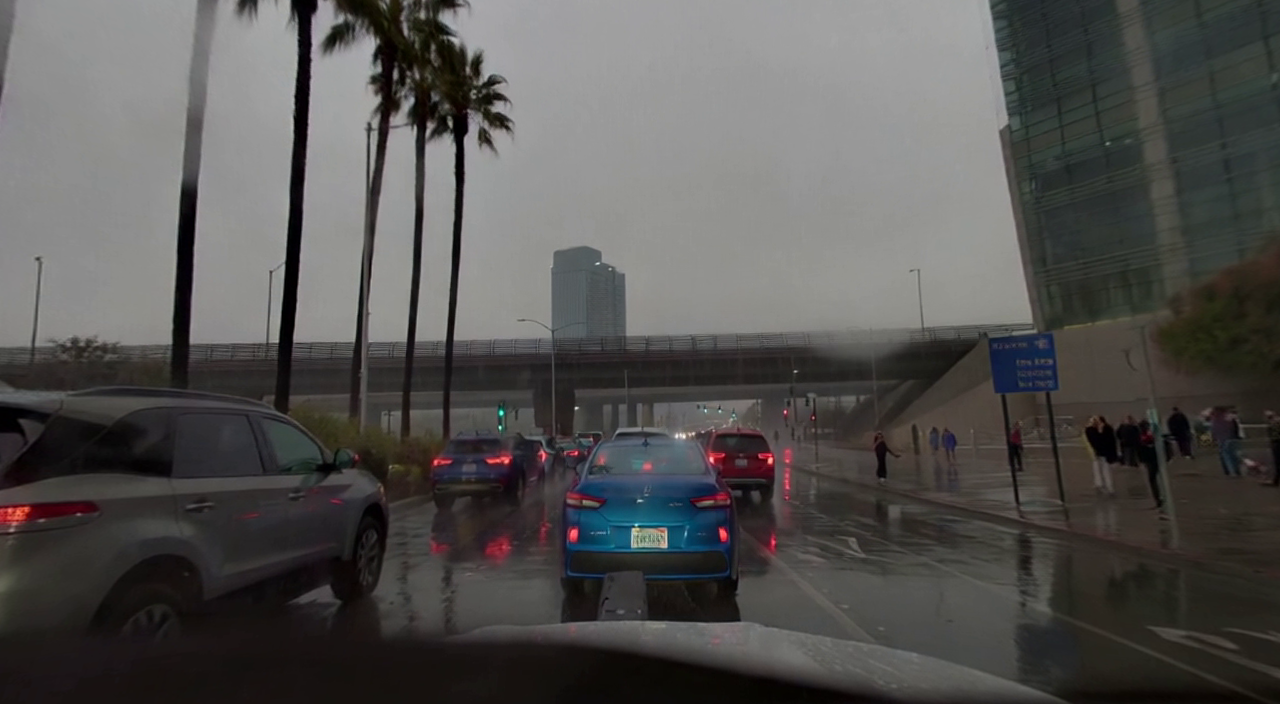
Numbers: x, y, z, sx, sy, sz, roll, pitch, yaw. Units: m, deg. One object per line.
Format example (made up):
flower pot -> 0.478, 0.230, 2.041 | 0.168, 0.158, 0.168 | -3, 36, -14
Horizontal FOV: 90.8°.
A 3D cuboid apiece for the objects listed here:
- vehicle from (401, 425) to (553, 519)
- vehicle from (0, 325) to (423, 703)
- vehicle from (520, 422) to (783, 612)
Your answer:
vehicle -> -3.174, 2.425, 13.244 | 1.955, 1.637, 4.032 | 0, -8, 2
vehicle -> -3.261, 1.075, 4.200 | 2.014, 1.740, 4.359 | 0, -8, 1
vehicle -> 0.072, 1.589, 7.036 | 2.036, 1.461, 4.129 | 0, -8, -1
